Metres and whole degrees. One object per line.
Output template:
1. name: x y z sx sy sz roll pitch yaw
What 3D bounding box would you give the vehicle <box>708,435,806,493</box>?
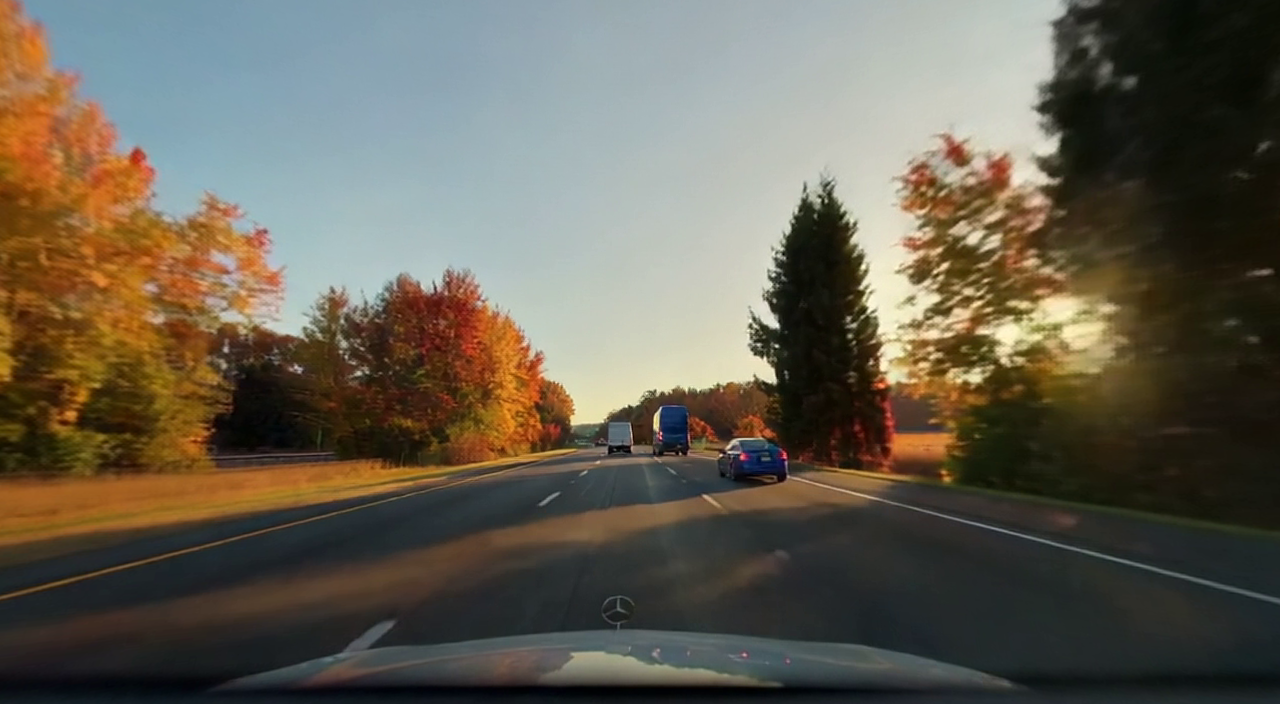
1. vehicle: 3.331 3.238 18.776 1.962 1.508 4.363 0 -8 -2

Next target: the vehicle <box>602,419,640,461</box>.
1. vehicle: -1.236 5.947 42.476 2.389 2.637 5.437 0 -8 -1
